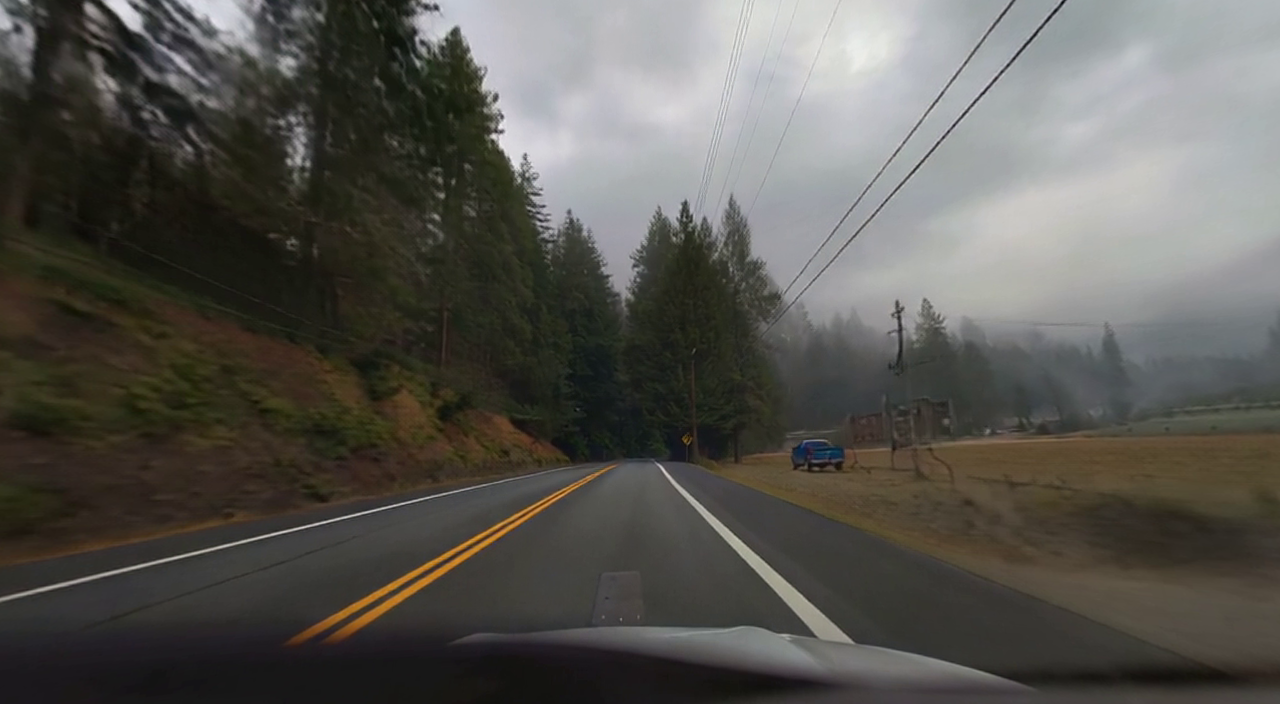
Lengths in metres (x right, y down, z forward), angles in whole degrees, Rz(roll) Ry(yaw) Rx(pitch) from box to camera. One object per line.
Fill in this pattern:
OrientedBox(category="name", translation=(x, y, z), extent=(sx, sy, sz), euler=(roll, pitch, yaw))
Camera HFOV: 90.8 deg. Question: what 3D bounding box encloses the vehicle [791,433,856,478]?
OrientedBox(category="vehicle", translation=(12.304, 6.953, 42.924), extent=(2.986, 2.613, 6.442), euler=(-5, -8, 7))
